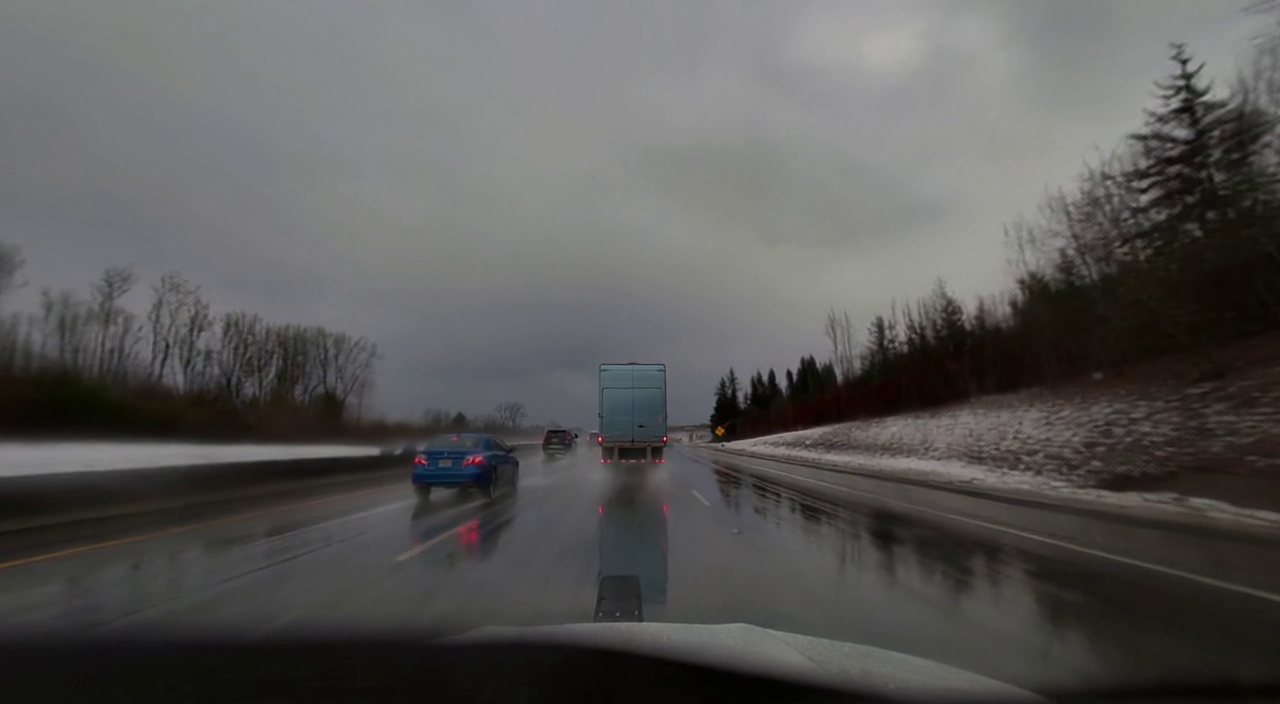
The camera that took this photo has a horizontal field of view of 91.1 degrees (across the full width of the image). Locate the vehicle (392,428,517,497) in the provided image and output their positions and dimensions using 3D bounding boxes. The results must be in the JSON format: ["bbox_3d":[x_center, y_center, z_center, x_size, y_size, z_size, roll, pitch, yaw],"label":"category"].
[{"bbox_3d":[-4.615,2.785,16.405,1.931,1.539,4.441,0,-8,0],"label":"vehicle"}]

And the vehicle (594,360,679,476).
[{"bbox_3d":[-0.227,2.969,27.107,2.953,4.041,10.072,0,-8,-1],"label":"vehicle"}]

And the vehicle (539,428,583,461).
[{"bbox_3d":[-4.642,5.512,37.608,2.019,1.834,4.644,0,-8,0],"label":"vehicle"}]
